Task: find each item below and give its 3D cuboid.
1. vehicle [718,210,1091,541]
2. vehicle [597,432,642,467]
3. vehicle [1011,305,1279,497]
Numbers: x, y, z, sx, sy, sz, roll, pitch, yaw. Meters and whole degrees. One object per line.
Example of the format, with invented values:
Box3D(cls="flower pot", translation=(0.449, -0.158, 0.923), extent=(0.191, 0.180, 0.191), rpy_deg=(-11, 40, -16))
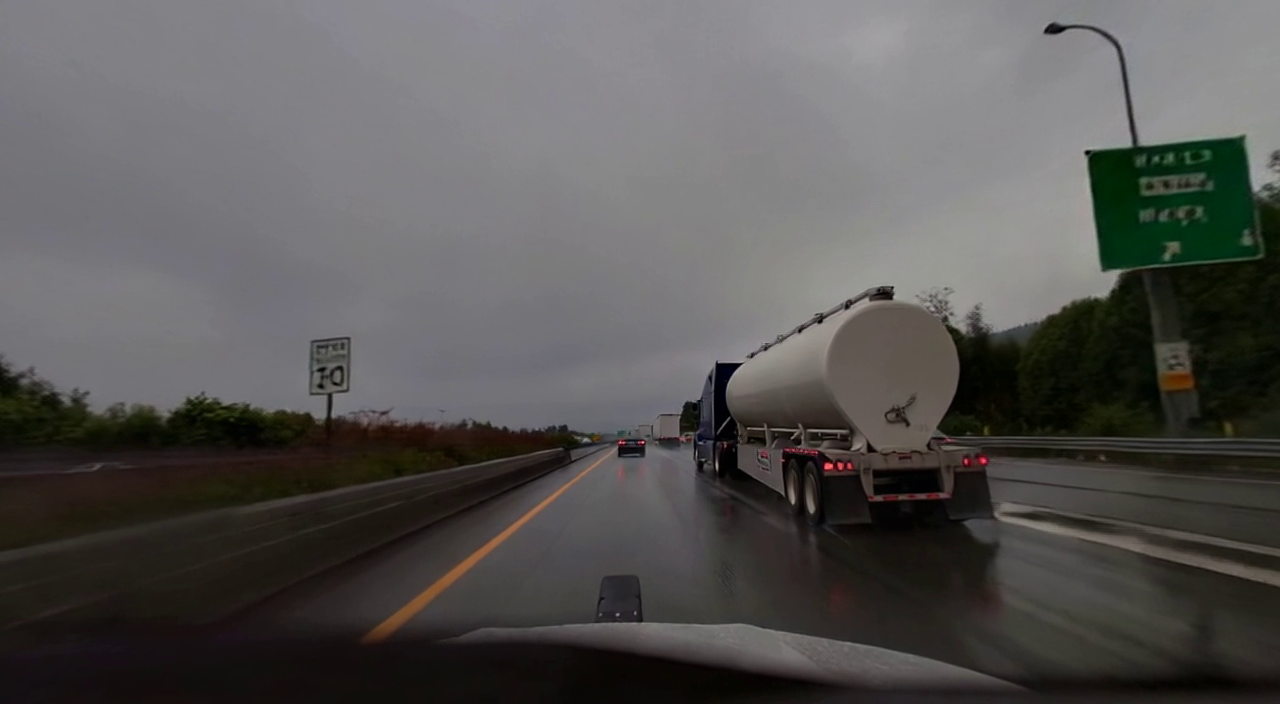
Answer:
Box3D(cls="vehicle", translation=(3.621, 0.835, 12.022), extent=(2.826, 3.905, 9.262), rpy_deg=(0, -8, -2))
Box3D(cls="vehicle", translation=(-0.952, 4.602, 29.962), extent=(2.000, 1.510, 3.518), rpy_deg=(0, -8, -1))
Box3D(cls="vehicle", translation=(14.957, 1.525, 17.084), extent=(2.878, 4.124, 10.050), rpy_deg=(1, -8, -5))
